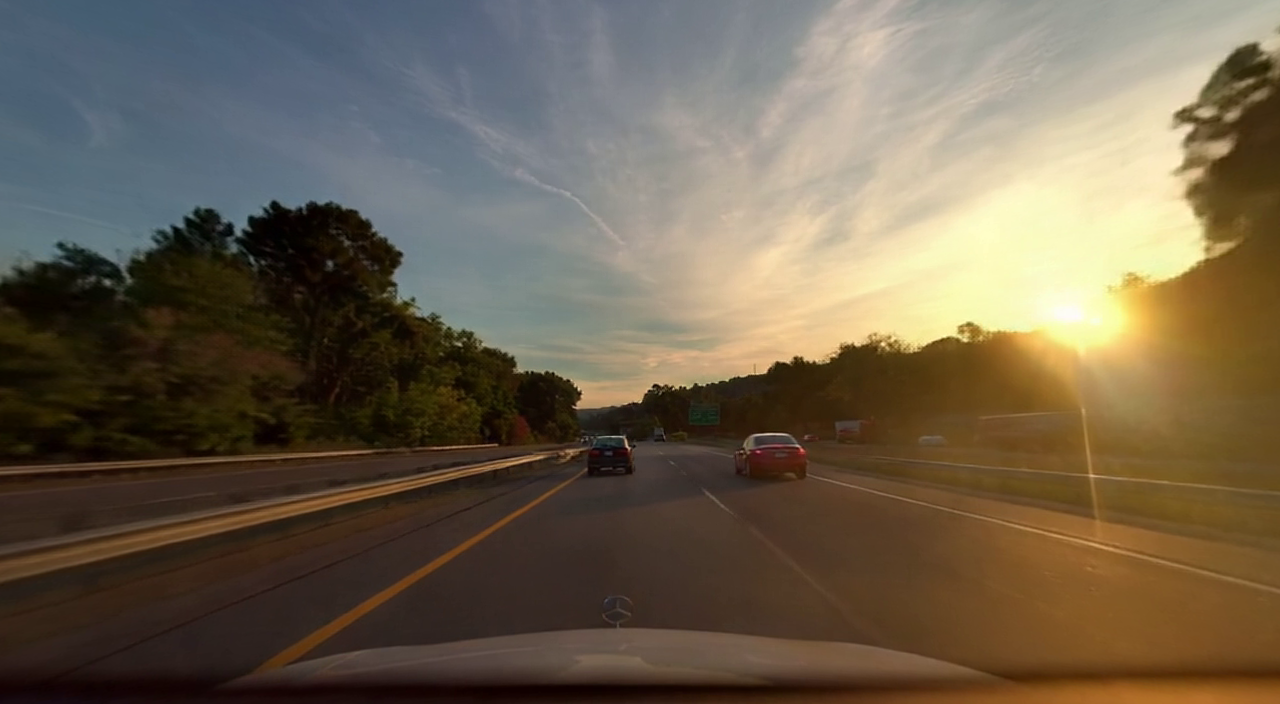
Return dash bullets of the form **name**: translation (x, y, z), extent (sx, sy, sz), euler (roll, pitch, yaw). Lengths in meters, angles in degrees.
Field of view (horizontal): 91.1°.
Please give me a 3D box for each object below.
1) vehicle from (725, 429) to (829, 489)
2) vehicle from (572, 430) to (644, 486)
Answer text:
- **vehicle**: translation (3.821, 3.038, 18.347), extent (2.010, 1.508, 4.285), euler (0, -8, -1)
- **vehicle**: translation (-0.841, 3.070, 18.606), extent (1.897, 1.479, 3.724), euler (0, -8, 0)
